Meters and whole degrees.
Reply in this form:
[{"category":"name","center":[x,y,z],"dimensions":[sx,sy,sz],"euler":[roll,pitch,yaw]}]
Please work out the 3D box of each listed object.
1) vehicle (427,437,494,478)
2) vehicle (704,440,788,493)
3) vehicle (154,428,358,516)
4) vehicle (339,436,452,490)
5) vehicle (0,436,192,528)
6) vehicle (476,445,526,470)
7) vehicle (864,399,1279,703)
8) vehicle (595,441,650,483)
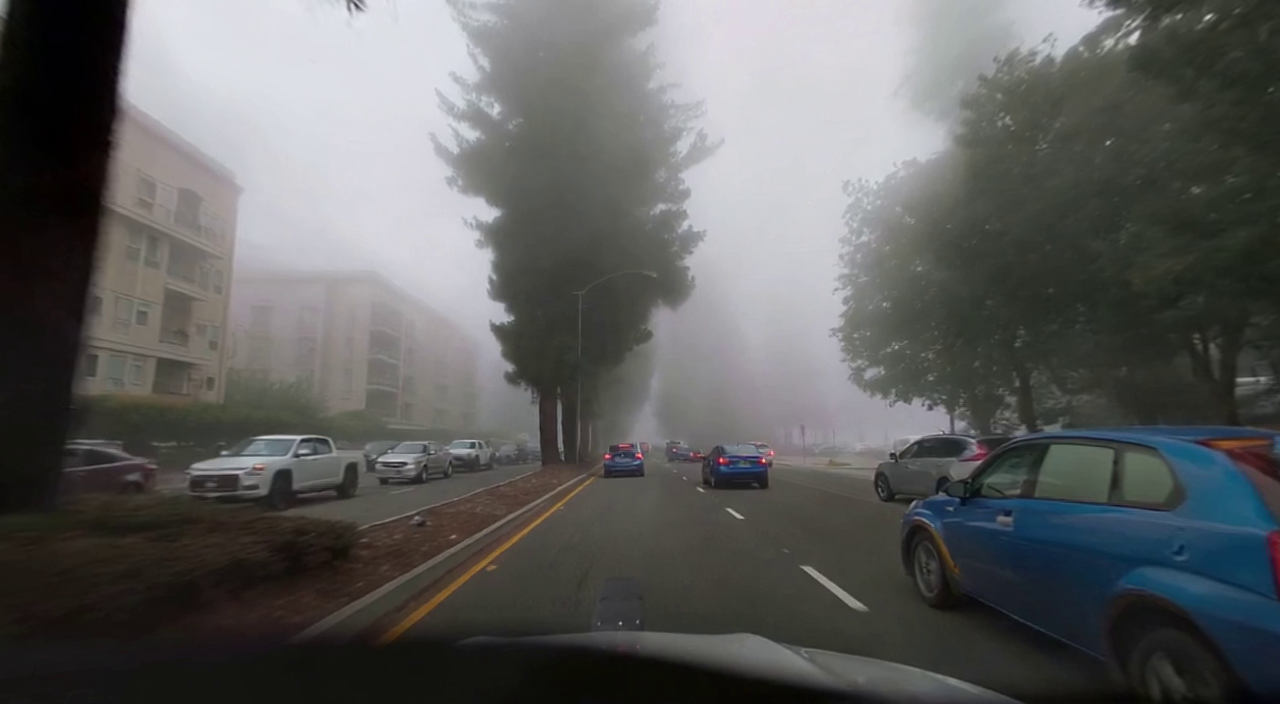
[{"category":"vehicle","center":[-8.916,5.236,31.781],"dimensions":[2.043,1.860,4.656],"euler":[-1,-8,0]},{"category":"vehicle","center":[3.207,3.539,19.912],"dimensions":[1.852,1.498,3.825],"euler":[0,-9,-2]},{"category":"vehicle","center":[-8.820,2.780,15.131],"dimensions":[2.105,1.745,4.478],"euler":[-1,-8,-1]},{"category":"vehicle","center":[-8.846,4.050,23.434],"dimensions":[2.145,1.747,5.014],"euler":[-1,-8,0]},{"category":"vehicle","center":[-12.496,2.738,13.939],"dimensions":[1.980,1.693,4.343],"euler":[0,-8,0]},{"category":"vehicle","center":[-8.819,6.740,40.486],"dimensions":[2.148,1.473,4.709],"euler":[0,-9,-1]},{"category":"vehicle","center":[3.421,1.210,4.339],"dimensions":[2.021,1.471,4.666],"euler":[0,-8,0]},{"category":"vehicle","center":[-0.638,4.233,24.611],"dimensions":[1.994,1.479,3.647],"euler":[0,-8,0]}]
